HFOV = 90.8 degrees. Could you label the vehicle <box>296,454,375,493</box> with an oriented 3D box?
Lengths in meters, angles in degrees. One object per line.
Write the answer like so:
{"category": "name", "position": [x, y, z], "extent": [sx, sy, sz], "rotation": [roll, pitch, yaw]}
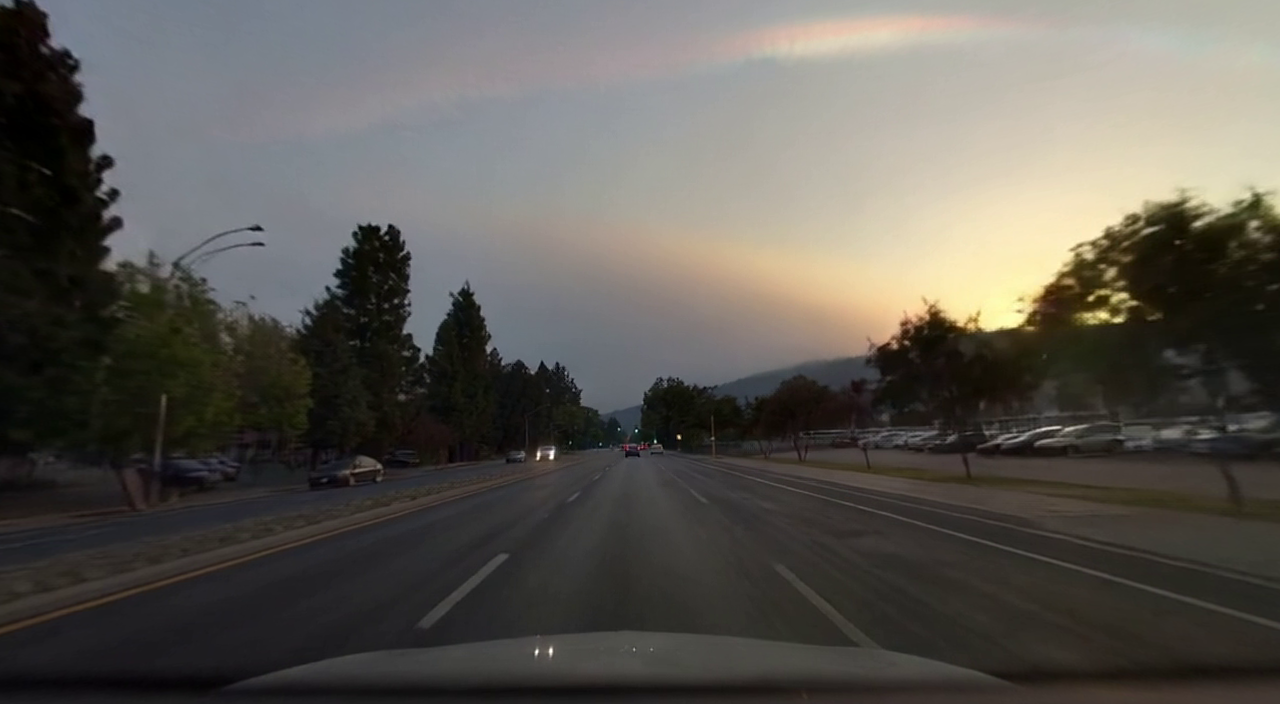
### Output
{"category": "vehicle", "position": [-14.669, 5.825, 30.668], "extent": [1.896, 1.486, 4.285], "rotation": [-4, -8, -2]}

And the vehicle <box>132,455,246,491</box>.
{"category": "vehicle", "position": [-21.459, 5.733, 30.358], "extent": [1.916, 1.482, 4.789], "rotation": [-1, -9, 1]}
